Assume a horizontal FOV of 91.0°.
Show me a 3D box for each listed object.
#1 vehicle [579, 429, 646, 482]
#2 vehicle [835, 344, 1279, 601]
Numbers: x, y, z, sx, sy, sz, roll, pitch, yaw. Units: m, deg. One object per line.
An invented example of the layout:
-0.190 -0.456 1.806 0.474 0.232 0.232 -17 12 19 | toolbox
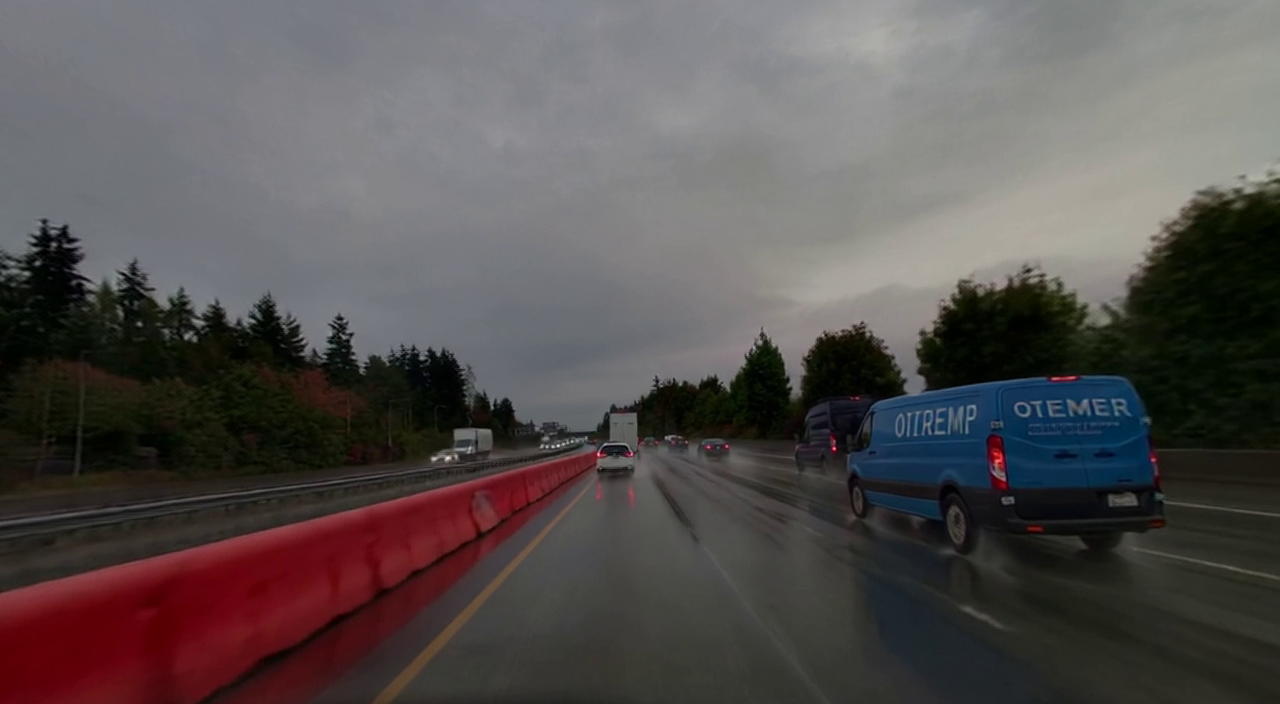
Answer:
-0.900 3.518 21.652 2.100 1.636 3.620 0 -8 -1 | vehicle
4.338 1.290 7.565 2.223 2.008 5.121 0 -8 -1 | vehicle
